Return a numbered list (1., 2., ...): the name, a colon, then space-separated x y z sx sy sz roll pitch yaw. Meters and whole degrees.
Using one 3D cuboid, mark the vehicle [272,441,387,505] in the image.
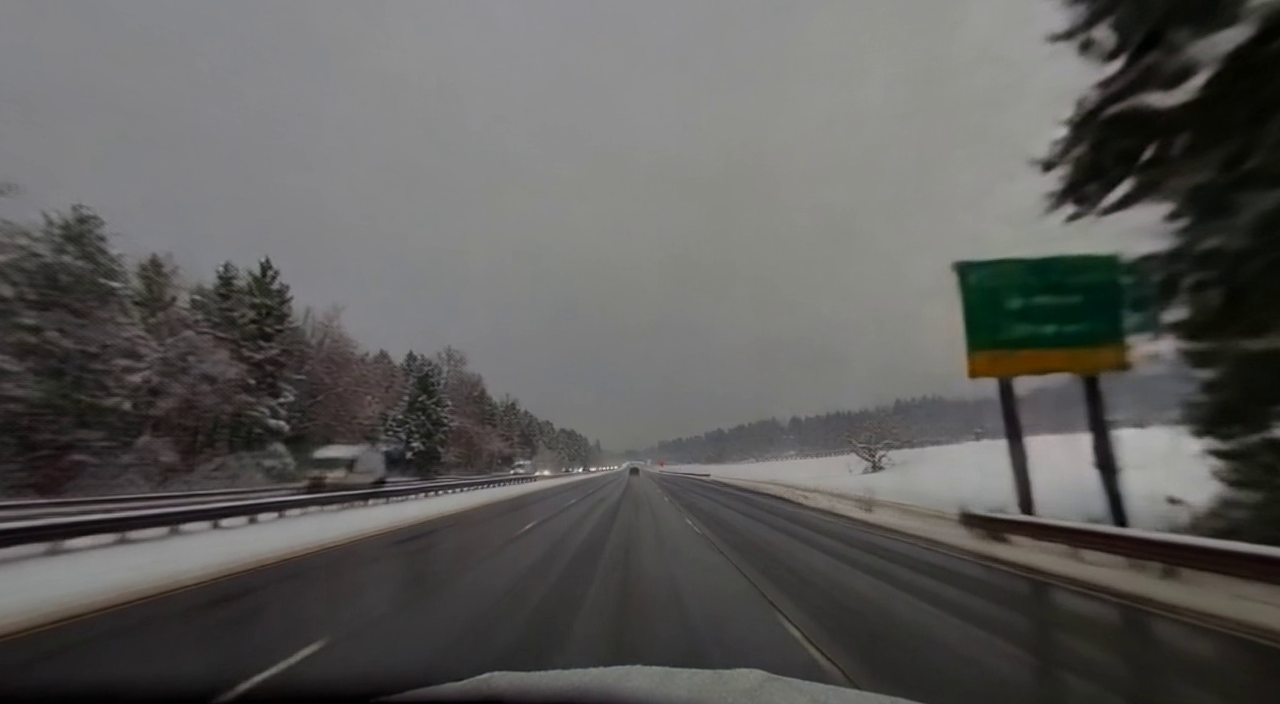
1. vehicle: -12.830 5.078 26.510 2.196 2.363 5.077 1 -11 0
